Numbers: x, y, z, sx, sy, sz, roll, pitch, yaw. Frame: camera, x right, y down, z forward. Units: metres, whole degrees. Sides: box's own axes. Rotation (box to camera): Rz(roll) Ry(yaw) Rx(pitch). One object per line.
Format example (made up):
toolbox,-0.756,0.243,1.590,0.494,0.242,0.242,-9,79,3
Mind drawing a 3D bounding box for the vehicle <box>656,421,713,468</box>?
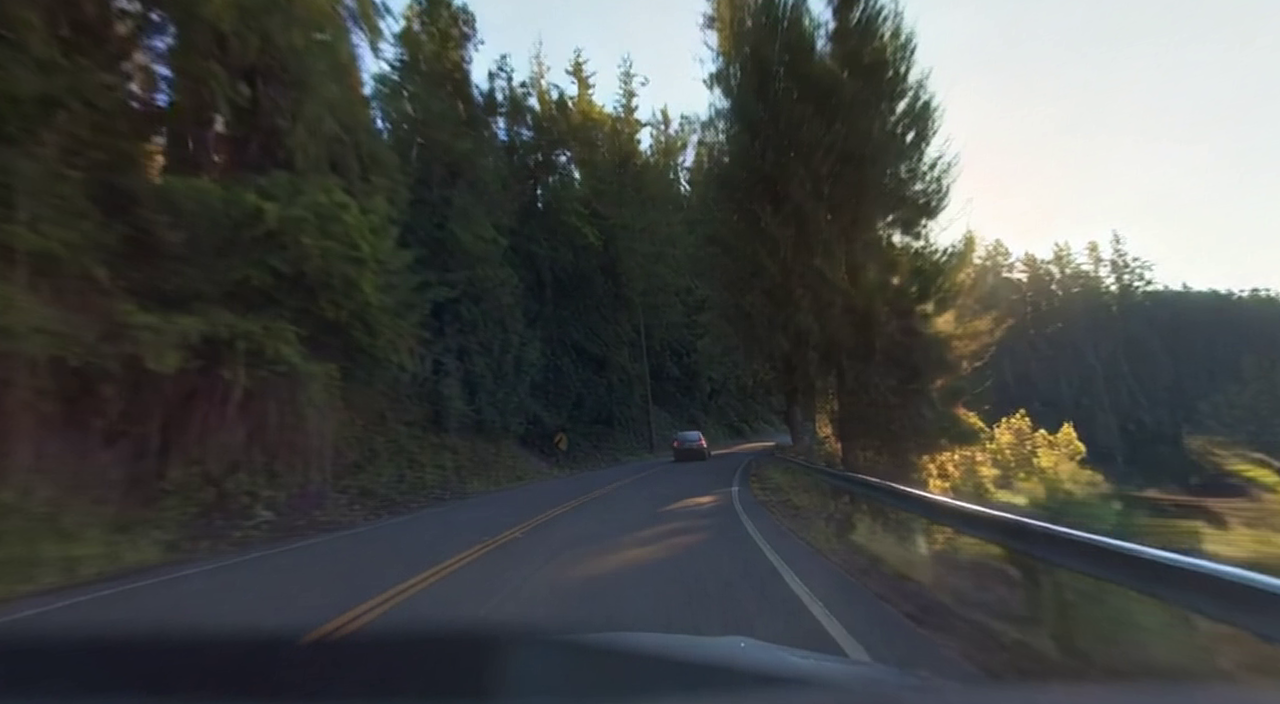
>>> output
vehicle,2.328,4.646,31.656,2.469,1.953,5.605,-6,-9,5
